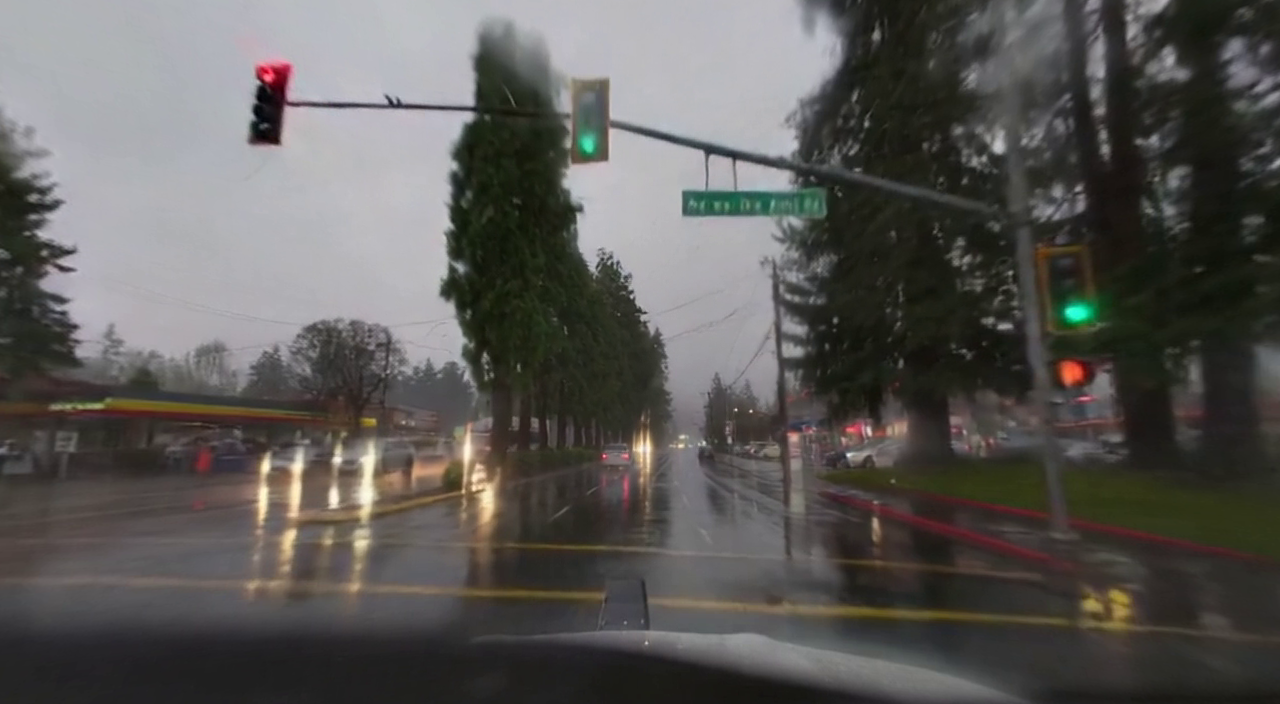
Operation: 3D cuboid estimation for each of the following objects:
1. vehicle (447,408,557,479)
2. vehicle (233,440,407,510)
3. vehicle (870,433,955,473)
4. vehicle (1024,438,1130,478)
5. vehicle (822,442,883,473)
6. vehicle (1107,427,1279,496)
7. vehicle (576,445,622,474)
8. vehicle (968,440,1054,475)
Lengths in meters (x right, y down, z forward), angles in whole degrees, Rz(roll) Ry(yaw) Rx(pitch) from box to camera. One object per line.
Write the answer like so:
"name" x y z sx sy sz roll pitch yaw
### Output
"vehicle" -7.537 5.339 36.980 3.056 3.289 13.199 -2 -8 2
"vehicle" -8.016 3.063 16.410 2.099 1.467 4.596 -2 -8 1
"vehicle" 13.880 5.199 32.526 2.015 1.839 5.416 0 -9 1
"vehicle" 22.207 5.375 32.269 1.922 1.861 4.340 1 -9 -6
"vehicle" 10.948 5.481 32.870 1.888 1.465 4.727 0 -9 5
"vehicle" 18.457 3.509 20.519 2.186 1.928 5.816 0 -9 2
"vehicle" -2.115 5.709 33.719 1.959 1.406 4.272 0 -9 2
"vehicle" 19.067 5.430 32.675 1.845 1.650 4.651 -1 -9 3
